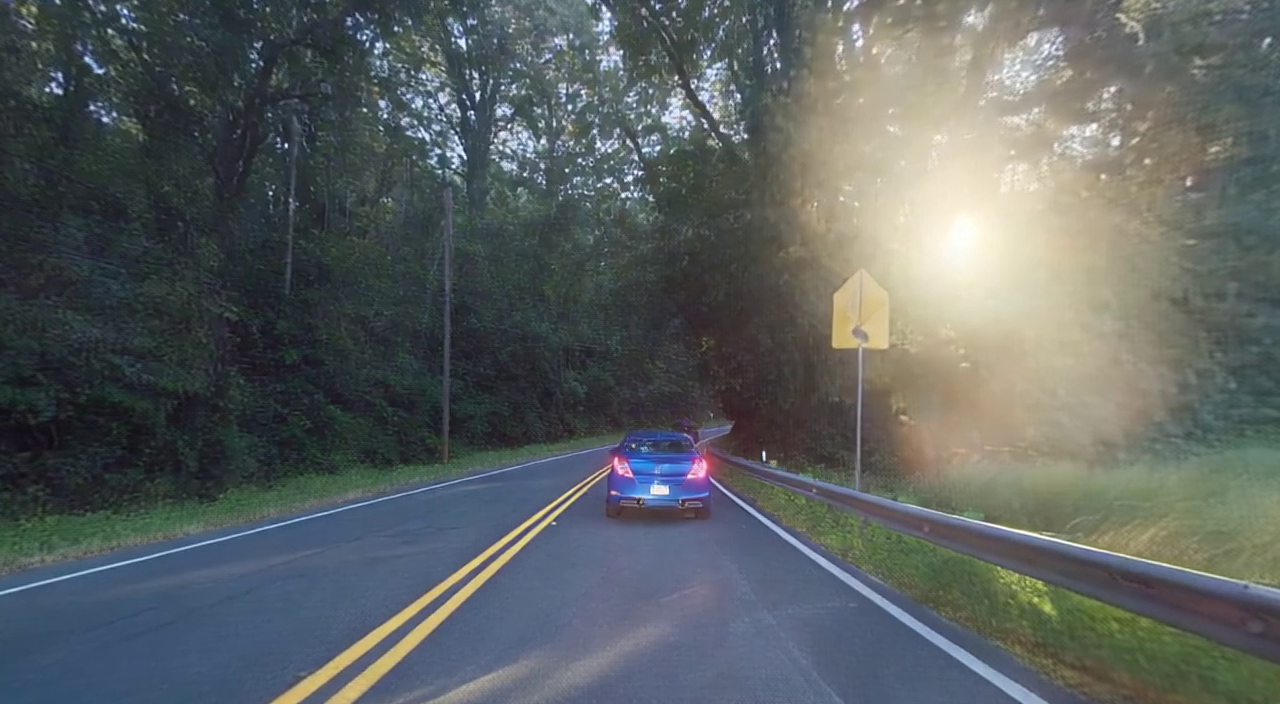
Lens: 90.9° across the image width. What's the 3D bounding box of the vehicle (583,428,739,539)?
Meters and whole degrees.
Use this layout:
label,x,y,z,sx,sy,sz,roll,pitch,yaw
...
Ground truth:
label,x,y,z,sx,sy,sz,roll,pitch,yaw
vehicle,0.306,2.124,10.766,2.187,1.533,3.726,0,-8,1
